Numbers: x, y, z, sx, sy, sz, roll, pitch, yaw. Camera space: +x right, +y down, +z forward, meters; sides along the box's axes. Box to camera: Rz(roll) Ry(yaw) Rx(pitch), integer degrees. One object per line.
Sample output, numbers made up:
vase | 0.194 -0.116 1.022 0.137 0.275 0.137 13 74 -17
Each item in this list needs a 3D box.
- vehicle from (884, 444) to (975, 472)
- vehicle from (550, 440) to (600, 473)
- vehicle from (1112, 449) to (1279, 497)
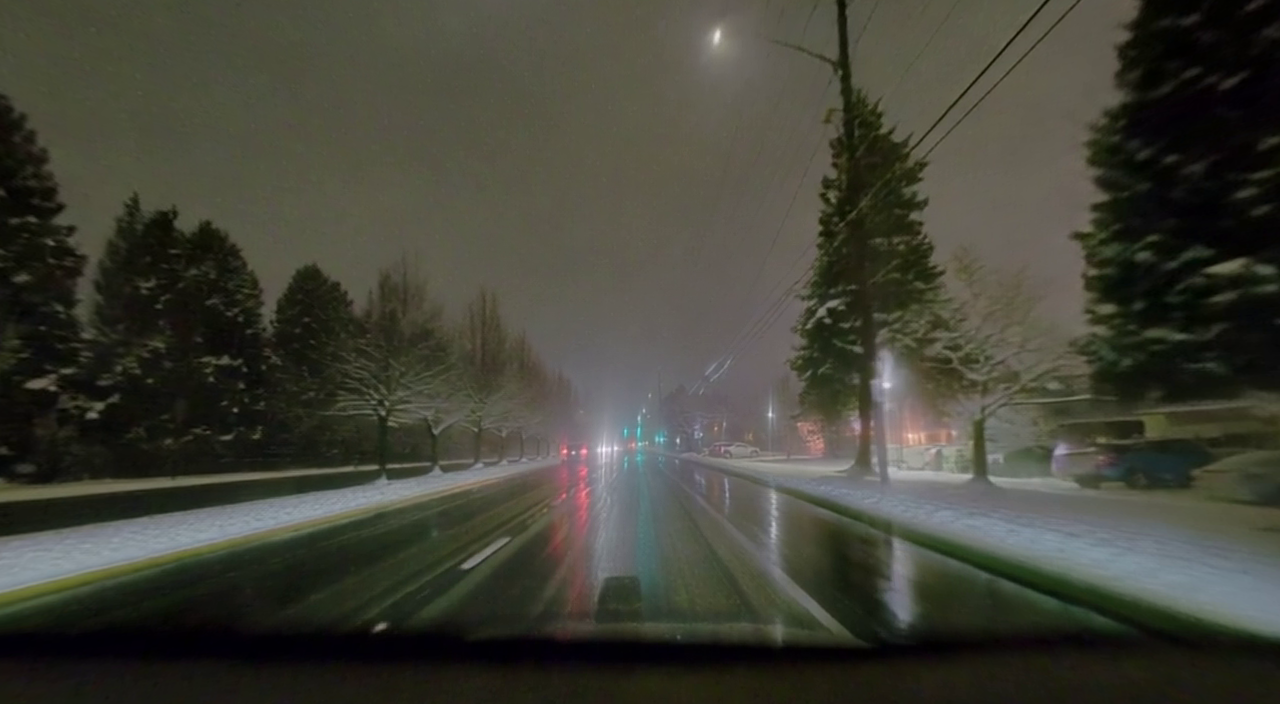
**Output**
vehicle | 16.334 5.978 35.715 4.226 1.499 1.943 1 -8 -11
vehicle | -3.222 5.238 32.107 2.030 1.550 3.925 0 -8 1
vehicle | 18.003 3.859 20.341 4.230 1.384 1.882 1 -8 -7
